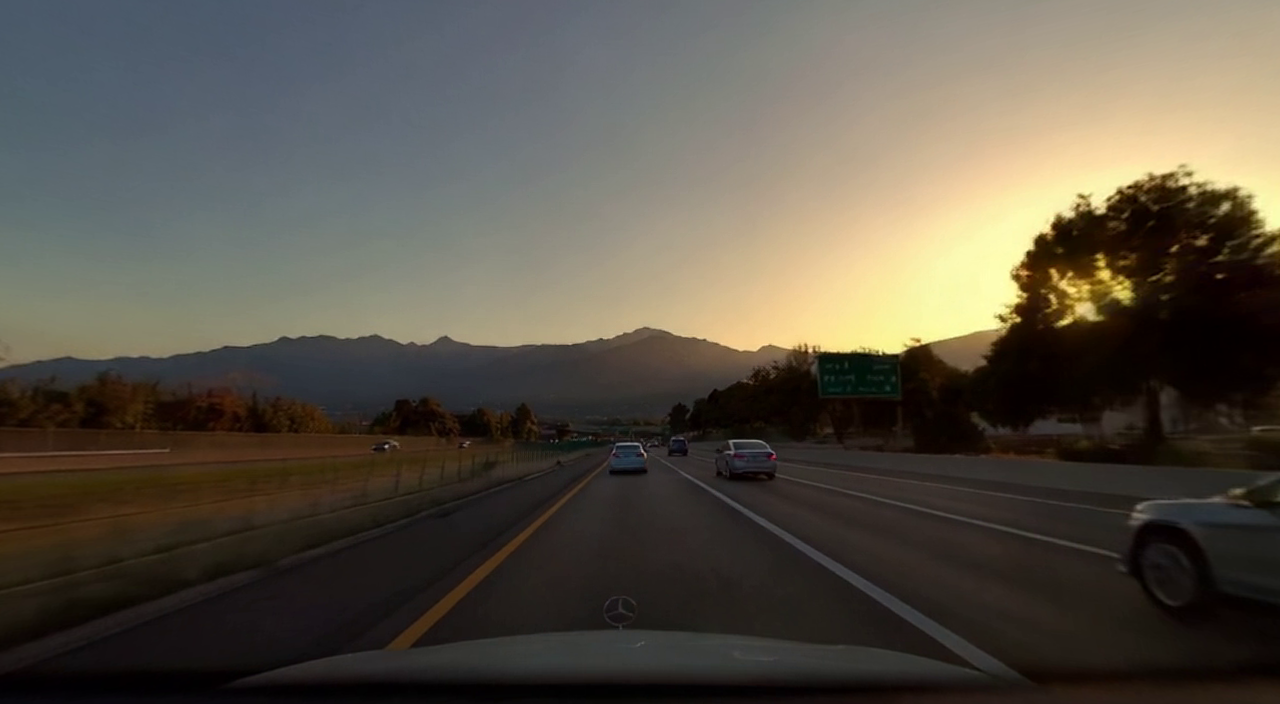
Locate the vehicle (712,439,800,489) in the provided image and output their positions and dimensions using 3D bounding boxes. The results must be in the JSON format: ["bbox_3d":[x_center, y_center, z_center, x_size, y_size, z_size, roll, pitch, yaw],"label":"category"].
[{"bbox_3d":[3.682,3.635,20.778,1.957,1.447,4.241,0,-9,-2],"label":"vehicle"}]

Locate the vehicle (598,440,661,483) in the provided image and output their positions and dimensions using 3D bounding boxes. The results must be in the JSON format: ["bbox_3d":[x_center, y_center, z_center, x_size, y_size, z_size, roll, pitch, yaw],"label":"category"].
[{"bbox_3d":[-0.349,3.956,23.027,2.085,1.449,3.860,0,-9,0],"label":"vehicle"}]

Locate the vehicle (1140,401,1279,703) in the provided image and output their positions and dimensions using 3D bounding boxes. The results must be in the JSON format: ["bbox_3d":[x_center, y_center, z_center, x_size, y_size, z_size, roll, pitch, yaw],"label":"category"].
[{"bbox_3d":[3.929,0.769,1.473,1.949,1.493,4.272,0,-9,-1],"label":"vehicle"}]
